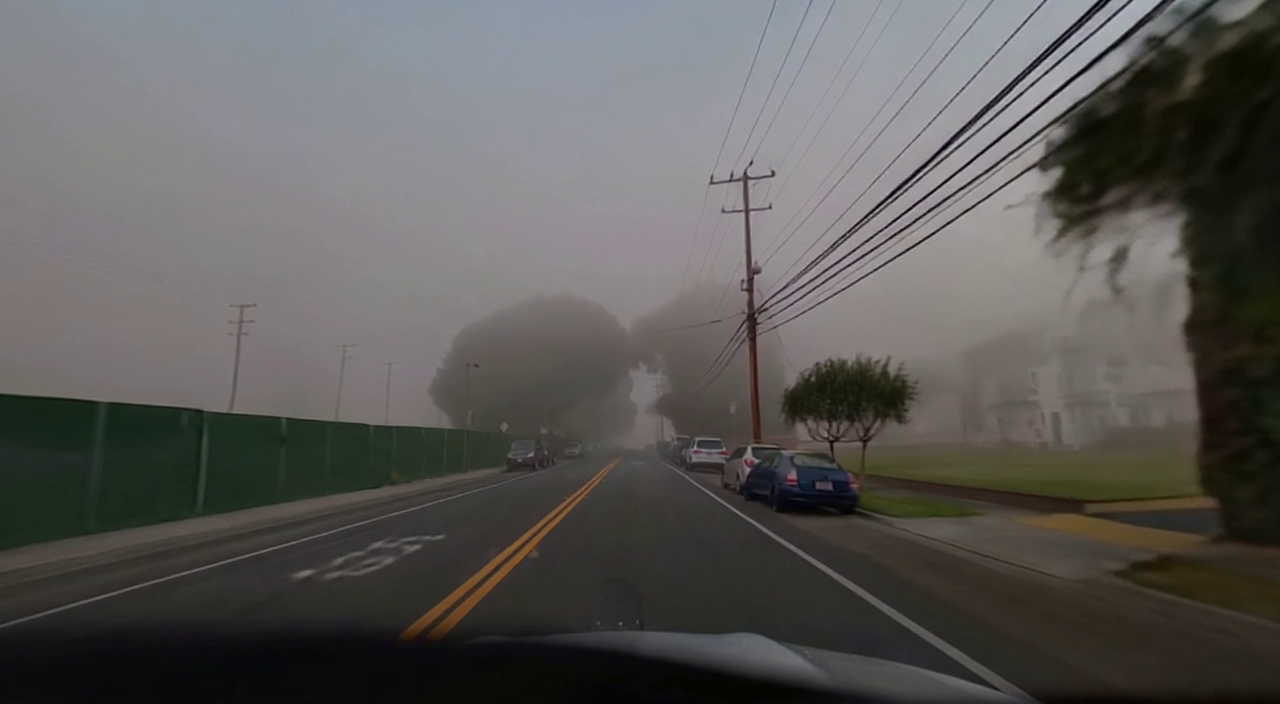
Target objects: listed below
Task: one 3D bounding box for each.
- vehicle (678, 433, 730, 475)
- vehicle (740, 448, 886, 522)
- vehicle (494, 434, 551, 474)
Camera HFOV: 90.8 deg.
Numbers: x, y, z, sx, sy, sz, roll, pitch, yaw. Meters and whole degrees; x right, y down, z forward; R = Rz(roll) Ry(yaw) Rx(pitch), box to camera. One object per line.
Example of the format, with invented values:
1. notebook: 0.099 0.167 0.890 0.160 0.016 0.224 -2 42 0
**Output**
1. vehicle: 3.215 5.264 32.848 2.053 2.005 5.495 0 -8 -1
2. vehicle: 3.547 2.786 13.850 1.984 1.342 4.066 0 -8 -1
3. vehicle: -6.764 5.922 36.976 2.268 2.154 5.321 0 -8 0
